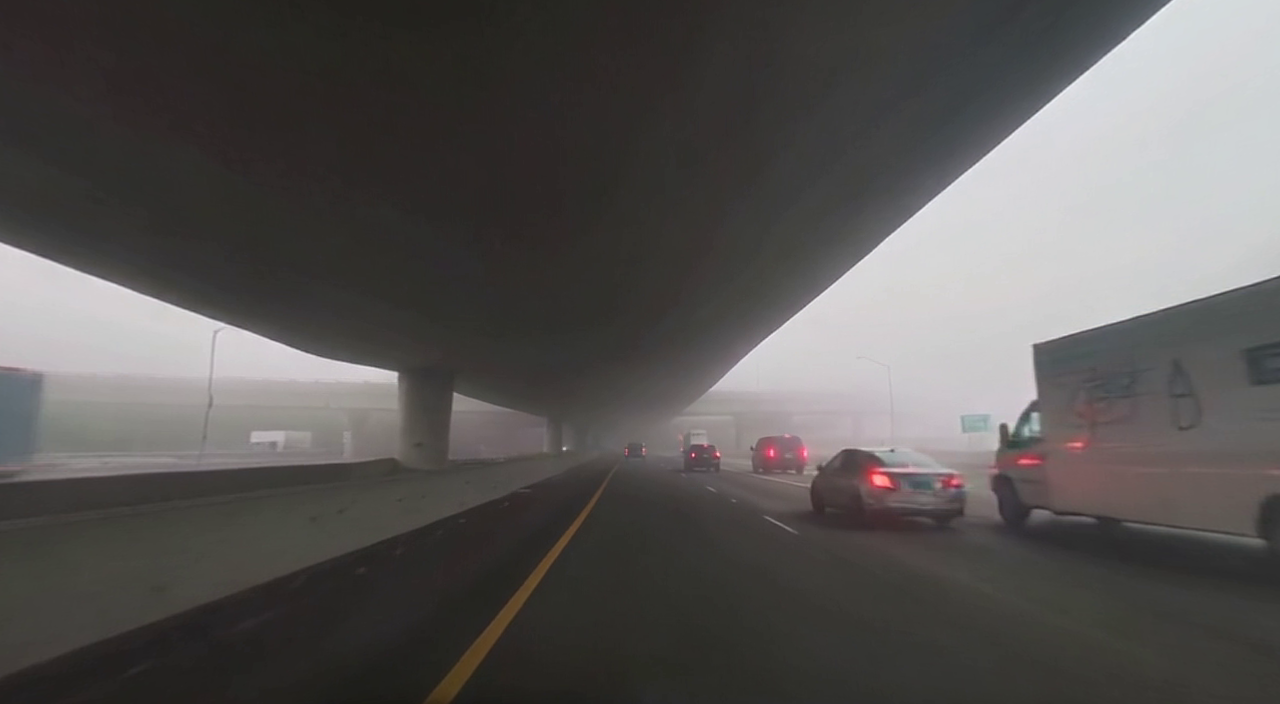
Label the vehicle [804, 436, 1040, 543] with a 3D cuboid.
[{"bbox_3d":[4.433,2.212,10.890,1.971,1.453,4.414,0,-8,-1],"label":"vehicle"}]

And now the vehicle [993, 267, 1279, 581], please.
[{"bbox_3d":[8.064,0.948,7.855,2.866,3.233,7.345,1,-9,-2],"label":"vehicle"}]

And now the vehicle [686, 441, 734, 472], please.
[{"bbox_3d":[3.849,5.870,35.733,2.005,1.585,4.863,0,-8,-2],"label":"vehicle"}]

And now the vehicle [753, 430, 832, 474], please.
[{"bbox_3d":[7.676,5.126,32.635,2.448,2.042,5.959,0,-8,-1],"label":"vehicle"}]

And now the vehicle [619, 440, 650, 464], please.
[{"bbox_3d":[-0.472,7.678,48.441,2.256,1.743,4.189,0,-8,-1],"label":"vehicle"}]
